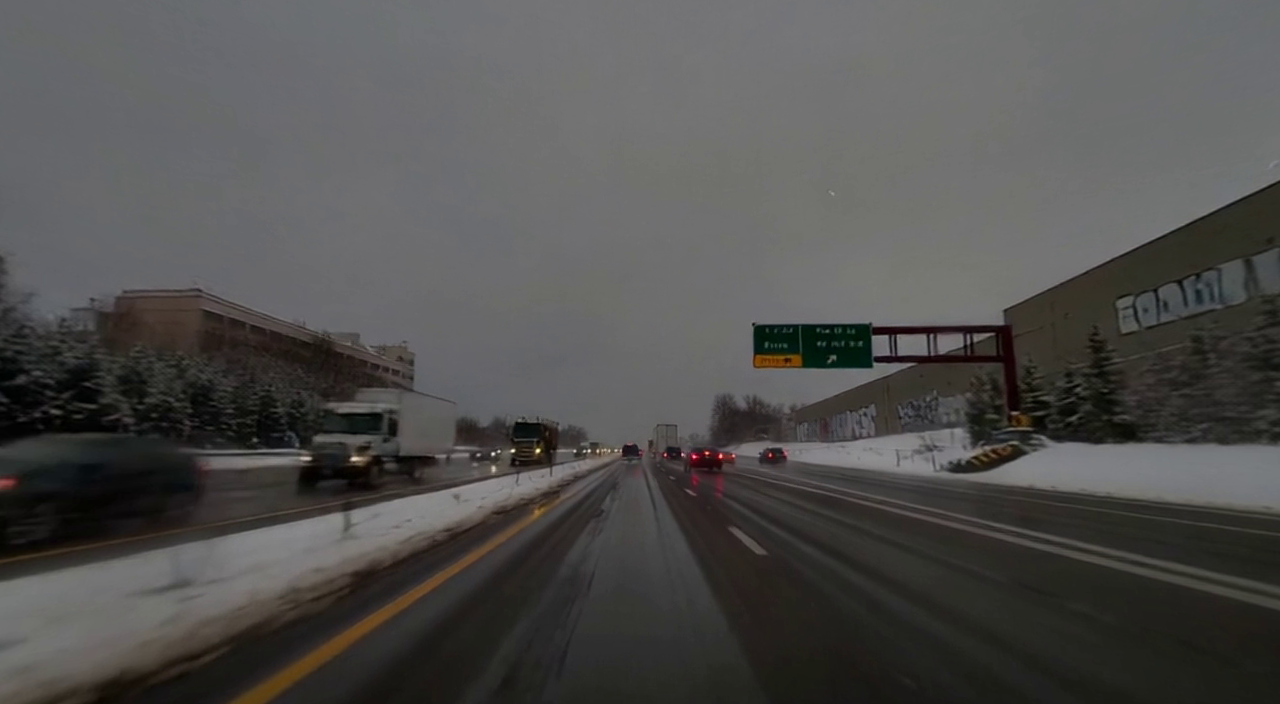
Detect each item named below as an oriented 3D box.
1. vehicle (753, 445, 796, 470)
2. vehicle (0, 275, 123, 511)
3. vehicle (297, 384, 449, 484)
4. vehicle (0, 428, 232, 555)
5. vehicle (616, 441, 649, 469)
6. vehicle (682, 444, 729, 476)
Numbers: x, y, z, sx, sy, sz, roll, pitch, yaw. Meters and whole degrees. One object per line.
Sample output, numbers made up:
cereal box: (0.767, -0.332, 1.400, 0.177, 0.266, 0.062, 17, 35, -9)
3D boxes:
vehicle: (9.326, 7.347, 43.861, 2.107, 1.648, 4.324, 0, -9, 1)
vehicle: (-12.553, 0.007, 6.168, 2.905, 4.059, 14.156, 0, -9, 0)
vehicle: (-9.128, 2.982, 22.446, 2.524, 3.023, 6.674, 0, -9, -1)
vehicle: (-8.459, 1.922, 9.213, 1.907, 1.470, 4.436, 0, -9, 0)
vehicle: (-0.519, 7.025, 42.899, 2.169, 1.753, 4.151, 0, -9, 0)
vehicle: (3.479, 5.818, 34.178, 2.045, 1.605, 4.674, 0, -9, -1)
